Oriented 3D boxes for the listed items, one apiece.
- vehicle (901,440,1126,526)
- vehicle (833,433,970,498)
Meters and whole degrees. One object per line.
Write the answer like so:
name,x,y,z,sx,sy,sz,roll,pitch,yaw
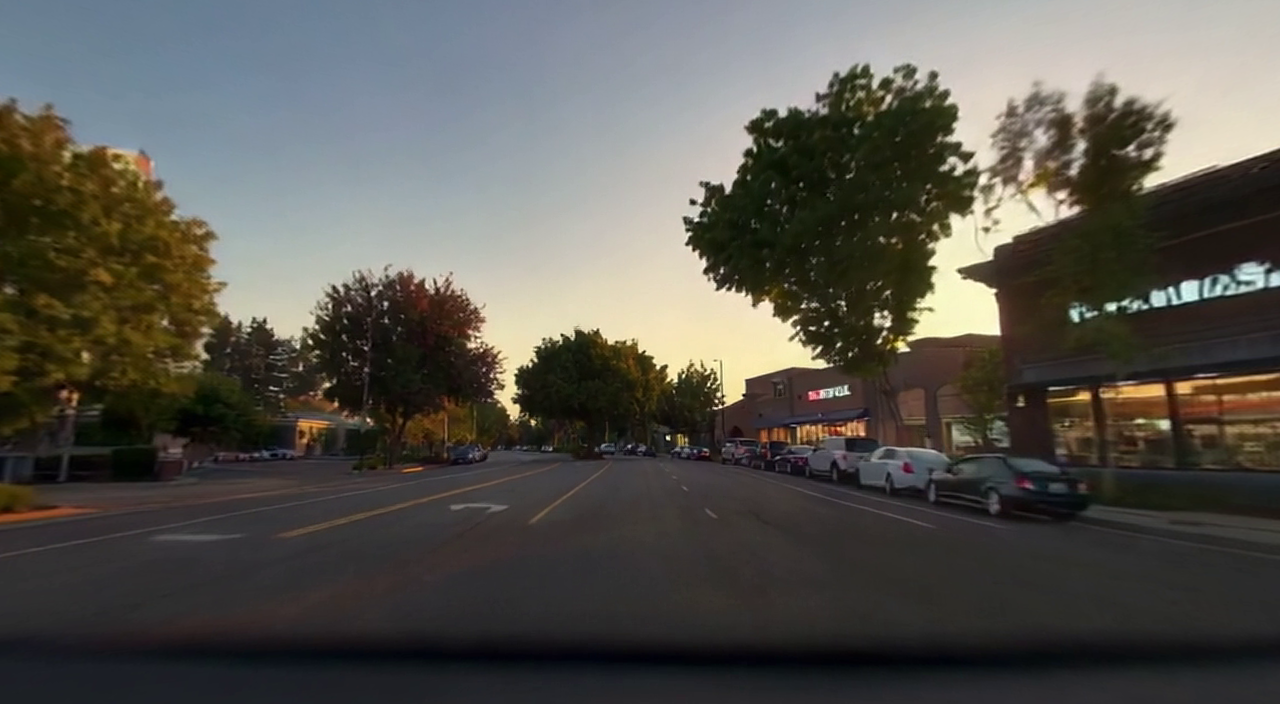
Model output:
vehicle,7.429,2.620,13.229,2.057,1.478,4.356,0,-9,1
vehicle,7.519,3.308,18.735,2.205,1.658,4.404,0,-9,1
